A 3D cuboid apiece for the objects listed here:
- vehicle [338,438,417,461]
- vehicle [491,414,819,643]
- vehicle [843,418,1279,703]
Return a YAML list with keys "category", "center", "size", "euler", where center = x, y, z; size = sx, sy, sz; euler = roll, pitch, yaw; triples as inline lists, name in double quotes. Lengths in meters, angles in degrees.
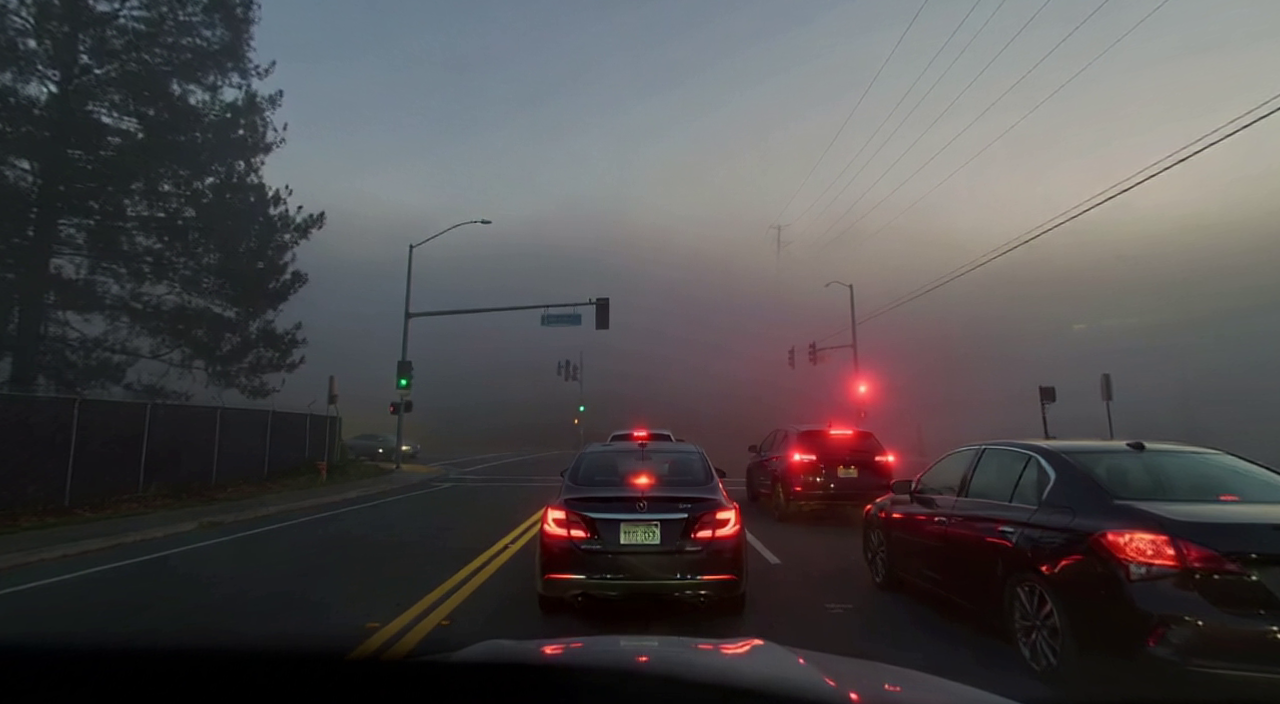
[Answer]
- category: "vehicle"
  center: [-17.238, 6.419, 41.467]
  size: [4.406, 1.458, 1.892]
  euler: [-1, -8, 7]
- category: "vehicle"
  center: [0.065, 1.493, 6.433]
  size: [2.170, 1.497, 4.369]
  euler: [0, -8, -1]
- category: "vehicle"
  center: [3.086, 1.245, 4.137]
  size: [2.027, 1.432, 4.431]
  euler: [0, -8, 0]
